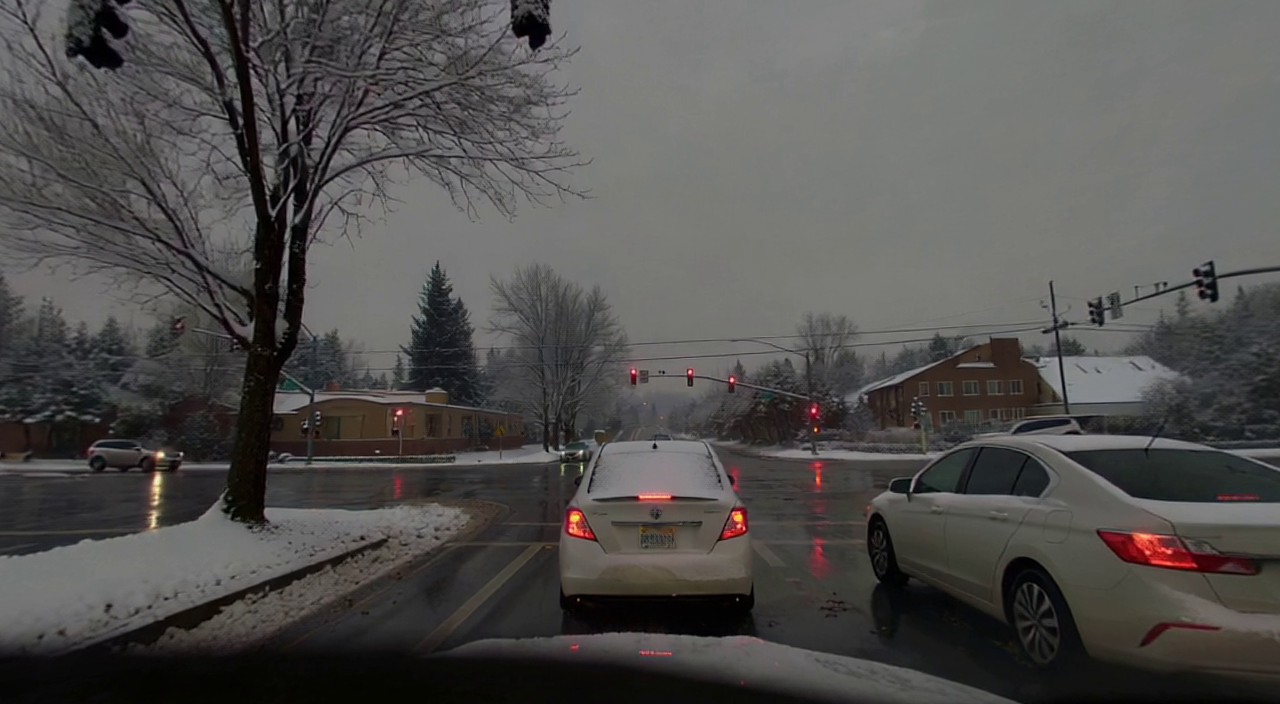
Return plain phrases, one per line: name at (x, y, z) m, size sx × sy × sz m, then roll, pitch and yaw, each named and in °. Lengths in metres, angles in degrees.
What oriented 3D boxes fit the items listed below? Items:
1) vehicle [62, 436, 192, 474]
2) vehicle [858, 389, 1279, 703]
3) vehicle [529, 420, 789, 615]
vehicle at (-24.299, 4.877, 29.989) m, size 4.450 × 1.684 × 1.894 m, roll 0°, pitch -8°, yaw 0°
vehicle at (3.174, 1.126, 3.897) m, size 1.931 × 1.493 × 4.555 m, roll 0°, pitch -8°, yaw -1°
vehicle at (0.106, 1.563, 6.872) m, size 2.017 × 1.485 × 3.813 m, roll 0°, pitch -8°, yaw -1°
